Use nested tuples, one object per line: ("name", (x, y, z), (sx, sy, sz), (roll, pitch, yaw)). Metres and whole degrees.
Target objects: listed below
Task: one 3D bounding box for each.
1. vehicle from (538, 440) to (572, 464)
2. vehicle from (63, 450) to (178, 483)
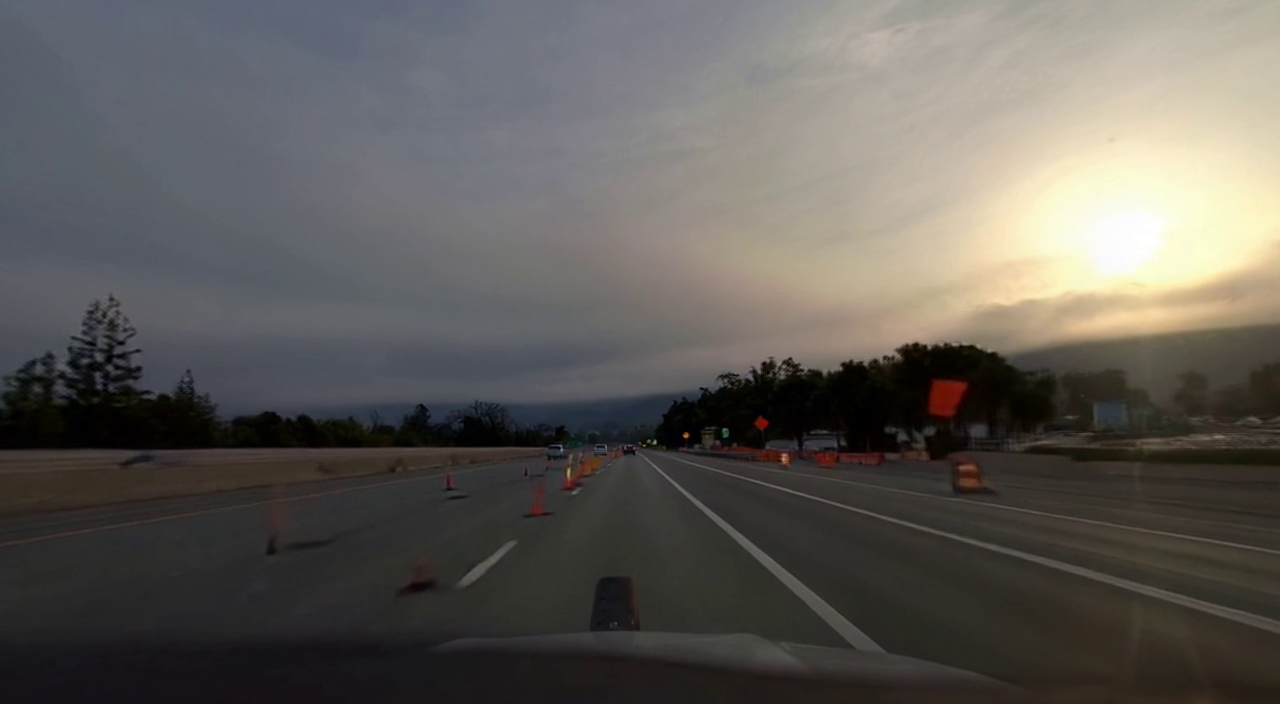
("vehicle", (-6.554, 7.740, 49.069), (2.036, 1.758, 4.529), (0, -9, 0))
("vehicle", (-24.018, 5.272, 29.453), (1.692, 1.416, 4.335), (0, -9, 0))
